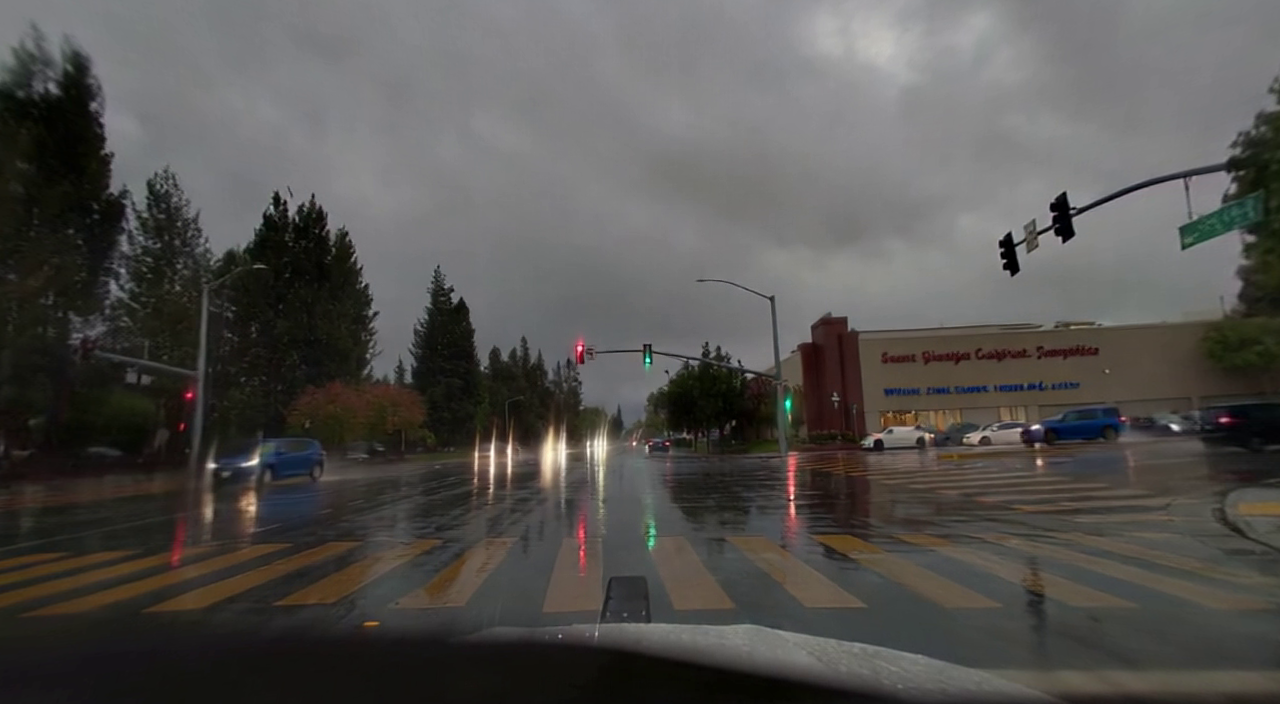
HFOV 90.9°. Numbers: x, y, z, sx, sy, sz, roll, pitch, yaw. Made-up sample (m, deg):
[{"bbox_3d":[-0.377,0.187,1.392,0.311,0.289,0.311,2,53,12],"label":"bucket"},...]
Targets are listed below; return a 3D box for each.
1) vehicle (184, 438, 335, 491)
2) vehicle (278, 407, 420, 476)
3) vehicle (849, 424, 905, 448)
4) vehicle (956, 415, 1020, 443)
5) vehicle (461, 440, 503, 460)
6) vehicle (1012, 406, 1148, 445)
[{"bbox_3d":[-11.876,3.520,20.140,1.996,1.489,4.566,0,-8,0],"label":"vehicle"},{"bbox_3d":[-16.636,5.333,37.427,3.161,3.455,11.058,0,-8,0],"label":"vehicle"},{"bbox_3d":[17.419,6.240,46.507,3.329,1.415,1.821,-6,-9,2],"label":"vehicle"},{"bbox_3d":[23.207,5.218,42.149,1.930,1.761,3.911,0,-8,-1],"label":"vehicle"},{"bbox_3d":[-12.136,7.578,48.724,1.996,1.482,4.772,0,-8,1],"label":"vehicle"},{"bbox_3d":[19.552,3.325,28.149,4.566,1.670,2.000,0,-8,-2],"label":"vehicle"}]
